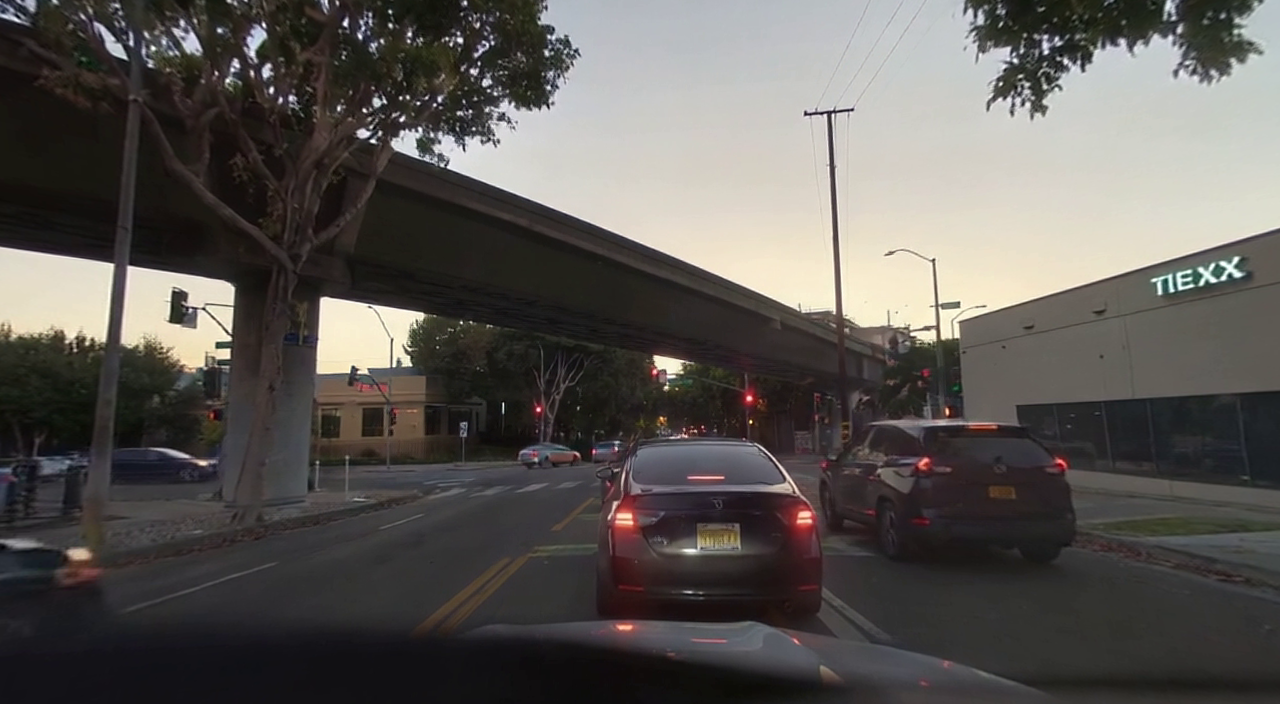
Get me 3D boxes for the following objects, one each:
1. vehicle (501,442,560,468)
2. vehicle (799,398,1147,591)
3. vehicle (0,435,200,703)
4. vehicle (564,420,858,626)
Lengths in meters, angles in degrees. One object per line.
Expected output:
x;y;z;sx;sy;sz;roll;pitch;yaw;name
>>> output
-6.588;6.268;38.491;1.873;1.462;4.283;-3;-9;16;vehicle
3.672;1.653;8.185;2.062;1.781;4.488;0;-8;0;vehicle
-3.947;0.949;1.618;2.082;1.484;4.865;0;-8;1;vehicle
0.518;1.544;6.705;2.101;1.467;4.210;0;-8;0;vehicle
